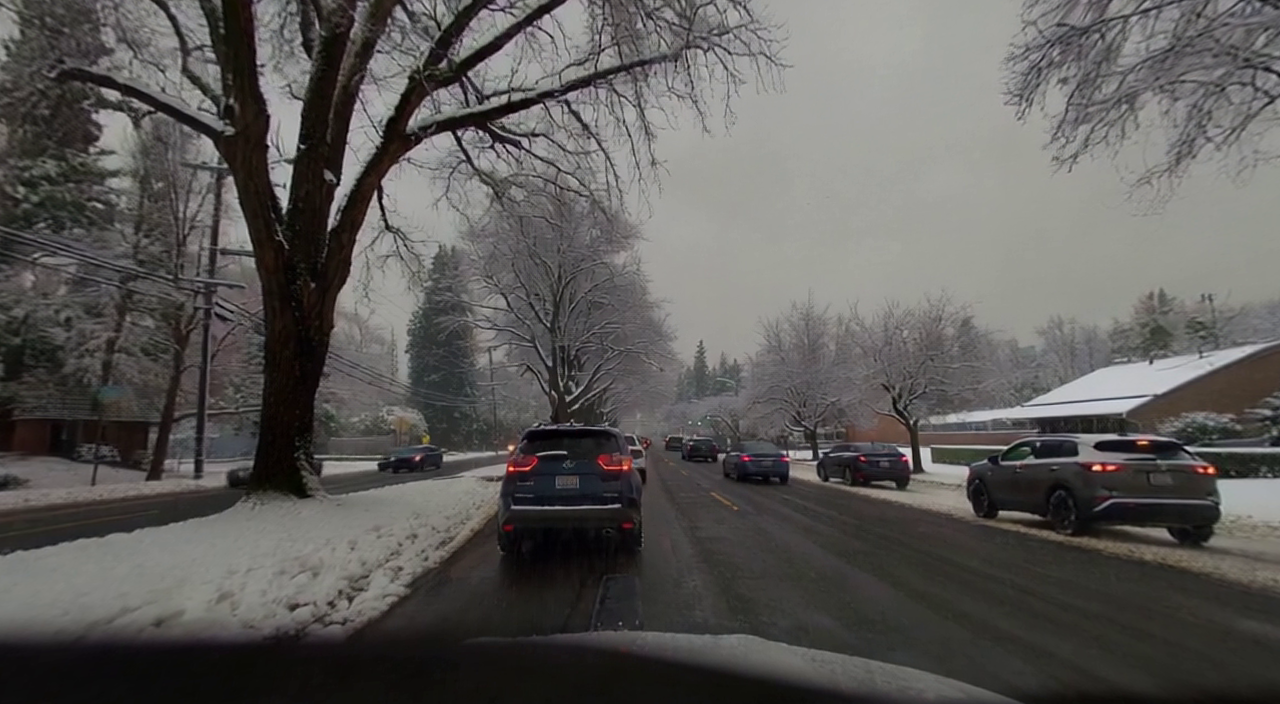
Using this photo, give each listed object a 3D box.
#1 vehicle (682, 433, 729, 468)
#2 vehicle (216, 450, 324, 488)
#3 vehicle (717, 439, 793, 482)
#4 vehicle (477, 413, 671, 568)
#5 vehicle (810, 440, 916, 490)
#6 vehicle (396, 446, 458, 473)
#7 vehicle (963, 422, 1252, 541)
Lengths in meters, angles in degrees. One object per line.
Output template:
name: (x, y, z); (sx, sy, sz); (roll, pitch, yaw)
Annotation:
vehicle: (3.687, 5.680, 36.475); (2.114, 1.846, 4.659); (0, -8, -1)
vehicle: (-15.848, 4.998, 27.389); (1.900, 1.467, 4.609); (0, -8, 0)
vehicle: (4.257, 4.086, 24.193); (2.175, 1.477, 4.520); (0, -8, 2)
vehicle: (-0.872, 1.786, 8.842); (2.106, 1.655, 3.717); (1, -8, -5)
vehicle: (7.276, 3.699, 21.103); (1.977, 1.485, 4.308); (0, -8, 0)
vehicle: (-12.150, 6.153, 36.356); (1.981, 1.463, 4.395); (0, -8, 1)
vehicle: (7.974, 2.220, 11.481); (2.168, 1.709, 4.289); (-1, -8, 5)
